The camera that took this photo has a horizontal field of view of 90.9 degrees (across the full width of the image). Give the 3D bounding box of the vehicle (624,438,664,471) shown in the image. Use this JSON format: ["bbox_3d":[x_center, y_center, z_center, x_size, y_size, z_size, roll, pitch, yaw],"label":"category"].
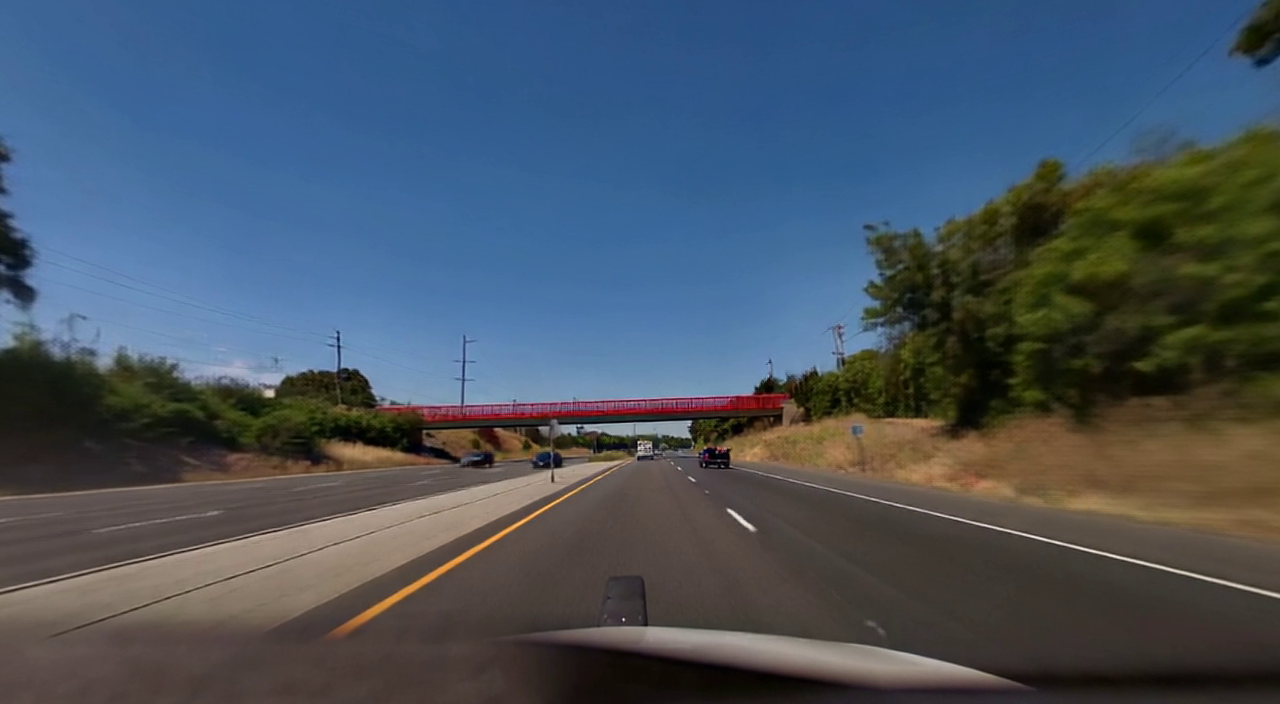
[{"bbox_3d":[0.306,6.490,39.984,2.369,1.948,5.343,0,-9,2],"label":"vehicle"}]

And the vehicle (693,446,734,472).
[{"bbox_3d":[4.572,6.746,39.967,1.988,1.505,4.958,0,-9,0],"label":"vehicle"}]
